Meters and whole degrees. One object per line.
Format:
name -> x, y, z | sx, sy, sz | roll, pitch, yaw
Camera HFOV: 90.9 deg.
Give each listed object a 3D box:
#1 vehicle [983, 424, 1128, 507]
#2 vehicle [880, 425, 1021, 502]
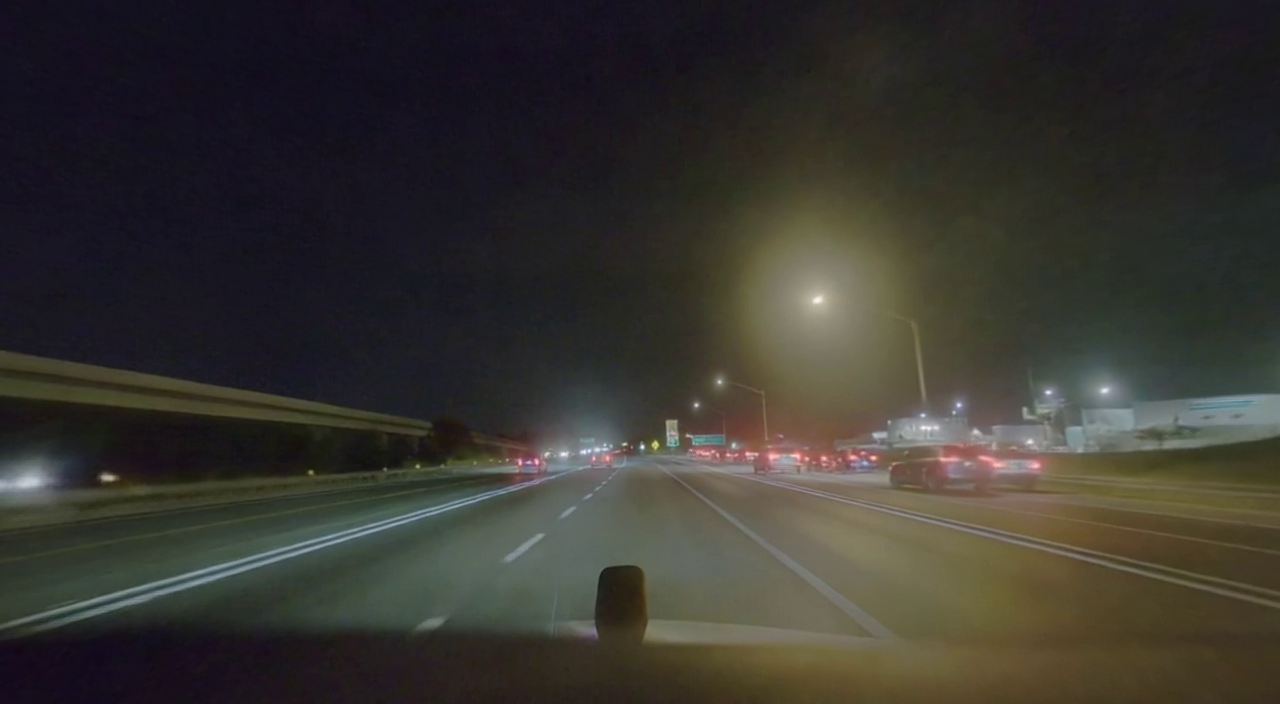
vehicle -> 18.662, 5.096, 28.803 | 2.594, 3.362, 5.549 | 1, -9, -1
vehicle -> 15.845, 5.742, 33.183 | 2.635, 3.459, 9.104 | 1, -9, -1
